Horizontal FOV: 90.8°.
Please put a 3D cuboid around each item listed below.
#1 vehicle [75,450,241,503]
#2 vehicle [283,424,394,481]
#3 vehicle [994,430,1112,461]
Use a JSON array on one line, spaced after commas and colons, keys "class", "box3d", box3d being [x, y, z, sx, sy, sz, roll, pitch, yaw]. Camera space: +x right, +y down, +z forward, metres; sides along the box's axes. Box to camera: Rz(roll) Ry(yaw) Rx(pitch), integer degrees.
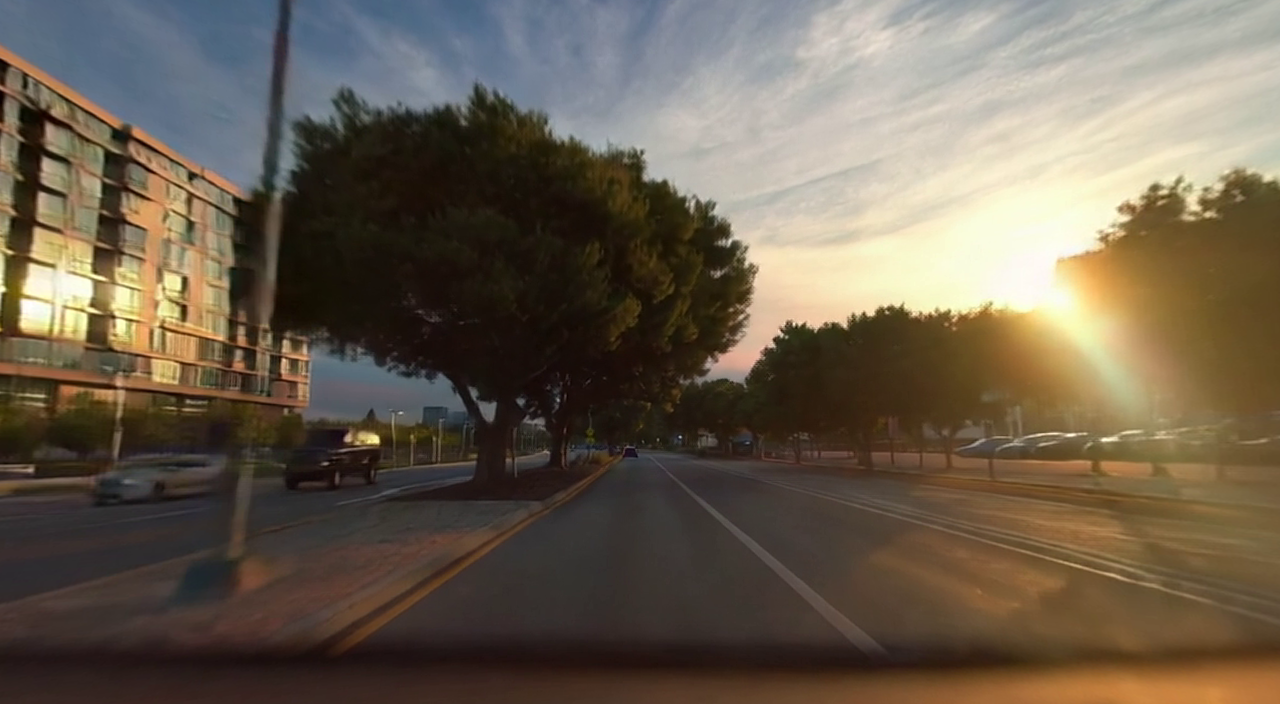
[{"class": "vehicle", "box3d": [-15.942, 4.104, 21.281, 1.966, 1.523, 4.555, 0, -9, 0]}, {"class": "vehicle", "box3d": [-15.850, 5.344, 33.789, 2.725, 2.768, 6.120, 0, -9, 1]}, {"class": "vehicle", "box3d": [21.967, 4.997, 33.755, 4.739, 1.569, 2.097, -1, -9, 4]}]
